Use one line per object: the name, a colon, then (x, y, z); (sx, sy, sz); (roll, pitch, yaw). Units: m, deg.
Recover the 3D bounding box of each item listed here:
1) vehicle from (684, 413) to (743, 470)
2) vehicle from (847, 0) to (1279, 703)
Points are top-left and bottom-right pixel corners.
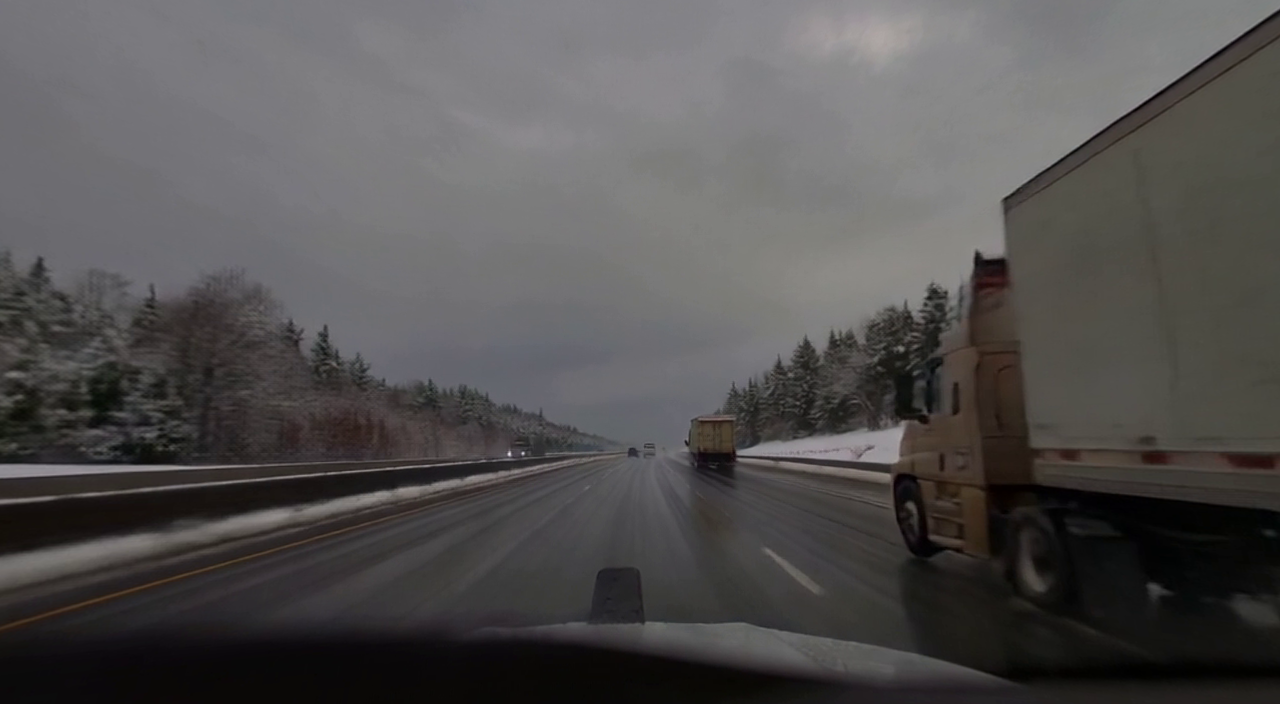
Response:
vehicle: (4.570, 5.867, 41.042); (2.771, 3.313, 8.121); (0, -9, 0)
vehicle: (4.369, -0.085, 3.111); (3.032, 3.785, 10.333); (0, -9, -1)
